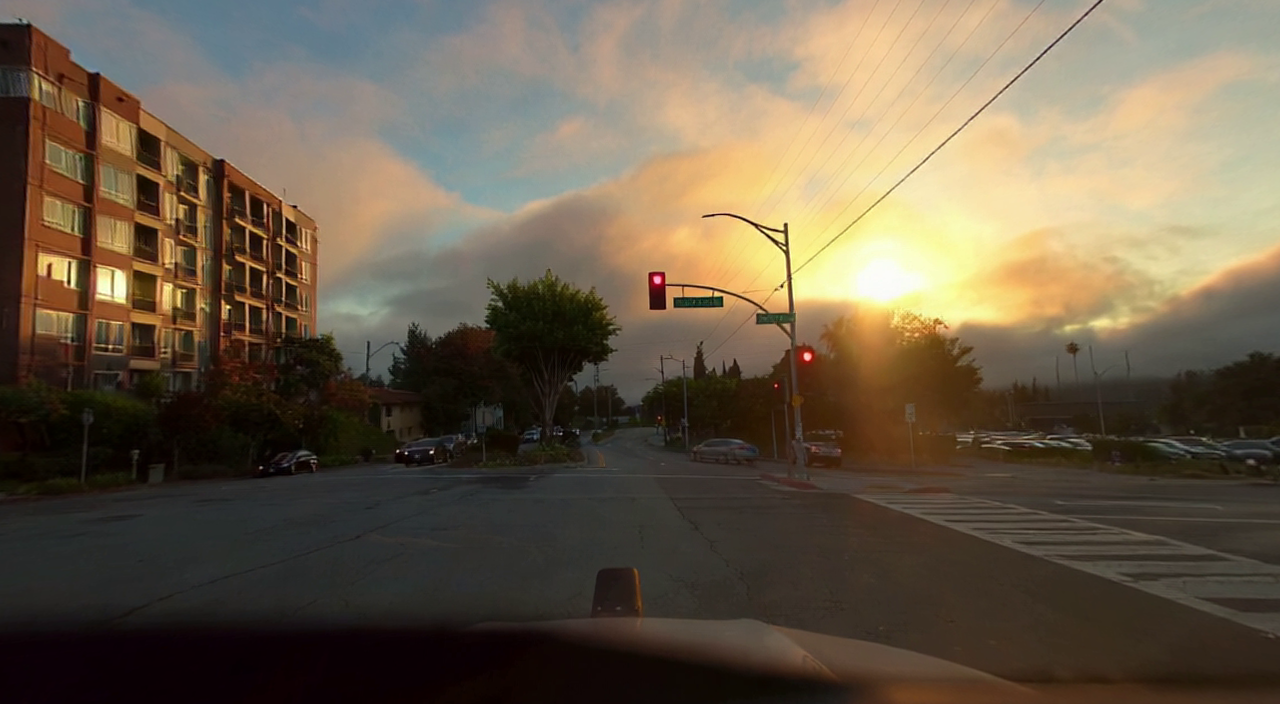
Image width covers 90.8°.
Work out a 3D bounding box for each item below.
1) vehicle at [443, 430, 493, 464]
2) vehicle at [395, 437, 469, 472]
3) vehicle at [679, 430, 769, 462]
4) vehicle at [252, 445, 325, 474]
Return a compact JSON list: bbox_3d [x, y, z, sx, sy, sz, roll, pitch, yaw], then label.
[{"bbox_3d":[-9.780,5.452,36.189,1.910,1.818,4.057,0,-9,-3],"label":"vehicle"},{"bbox_3d":[-9.678,4.797,29.777,2.116,1.521,4.294,0,-9,-1],"label":"vehicle"},{"bbox_3d":[4.343,4.980,33.447,2.073,1.571,4.790,5,-10,-32],"label":"vehicle"},{"bbox_3d":[-21.088,6.441,38.105,1.981,1.628,4.336,0,-9,-1],"label":"vehicle"}]
